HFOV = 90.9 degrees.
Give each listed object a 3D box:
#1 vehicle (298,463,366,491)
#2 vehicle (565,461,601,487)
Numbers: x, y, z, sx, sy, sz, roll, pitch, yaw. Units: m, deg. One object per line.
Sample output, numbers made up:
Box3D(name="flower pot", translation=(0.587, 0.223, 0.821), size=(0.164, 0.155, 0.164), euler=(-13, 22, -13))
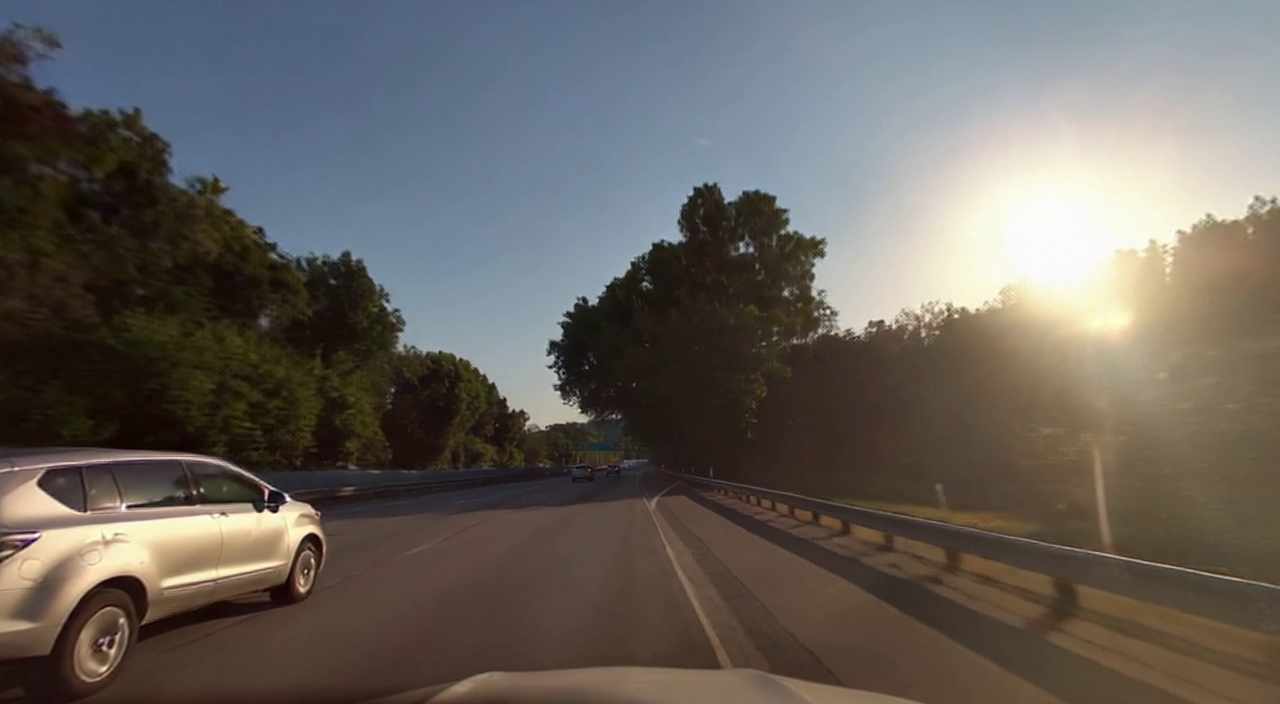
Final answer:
Box3D(name="vehicle", translation=(-17.825, 7.269, 36.650), size=(1.895, 1.487, 3.985), euler=(1, -11, 0))
Box3D(name="vehicle", translation=(-3.808, 8.306, 42.949), size=(2.042, 1.629, 4.276), euler=(1, -11, 0))
